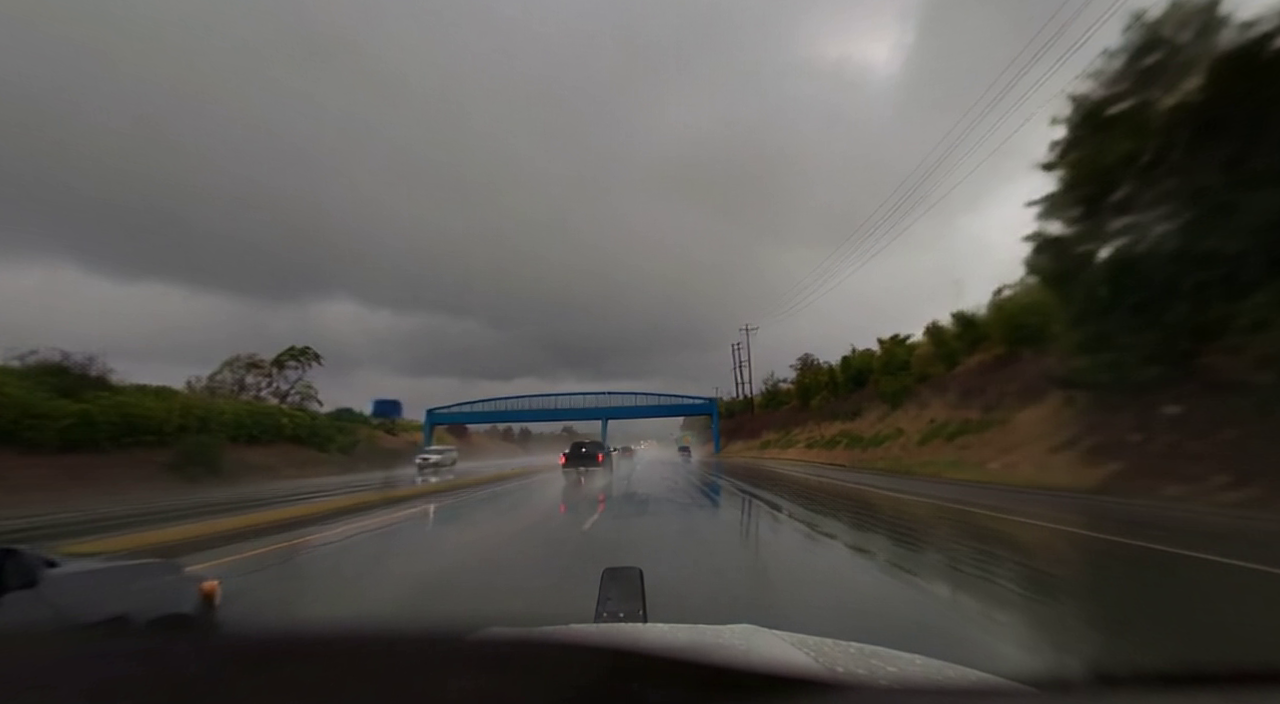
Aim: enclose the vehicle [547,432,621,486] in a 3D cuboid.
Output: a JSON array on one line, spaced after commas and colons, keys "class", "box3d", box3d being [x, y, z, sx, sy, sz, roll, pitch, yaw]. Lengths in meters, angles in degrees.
[{"class": "vehicle", "box3d": [-2.108, 4.293, 25.523, 2.369, 1.948, 5.343, 0, -9, 2]}]
